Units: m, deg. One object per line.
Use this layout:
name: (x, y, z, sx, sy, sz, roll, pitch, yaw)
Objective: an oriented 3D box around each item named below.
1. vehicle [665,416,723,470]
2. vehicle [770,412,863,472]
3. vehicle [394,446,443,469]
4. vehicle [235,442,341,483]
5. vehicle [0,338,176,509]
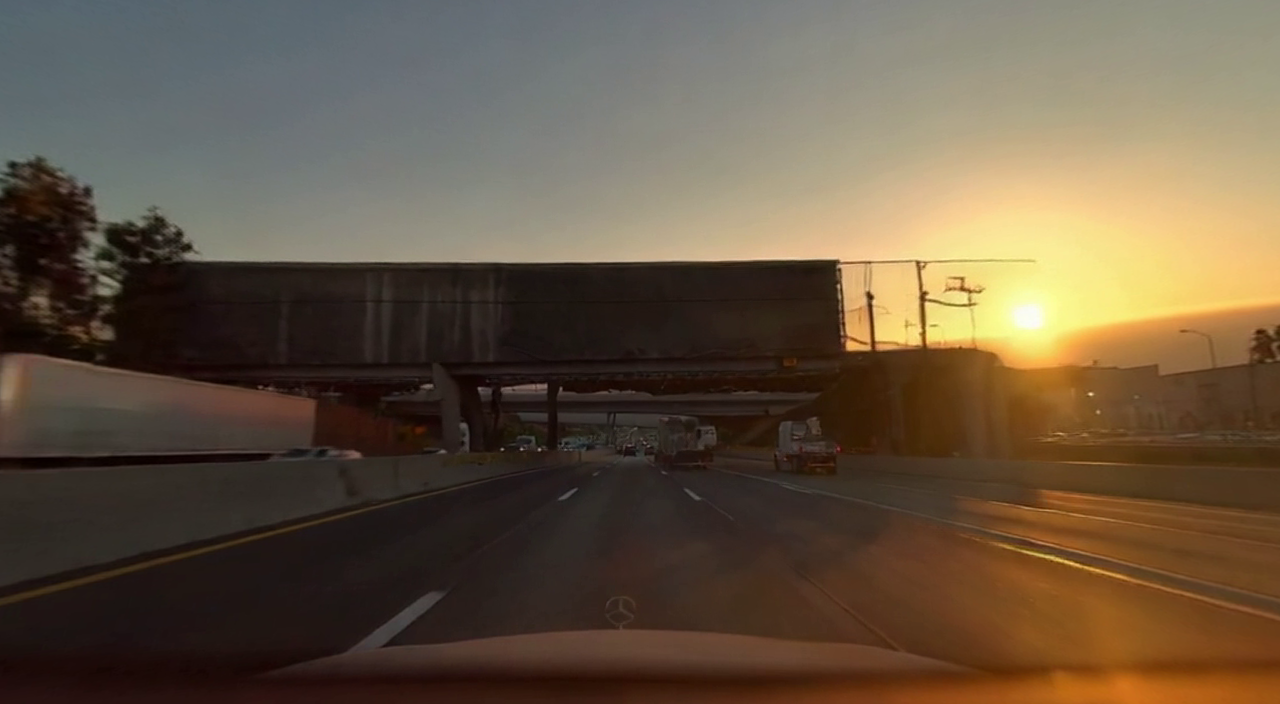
vehicle: (3.281, 5.824, 40.231, 2.742, 3.054, 7.537, 0, -9, -2)
vehicle: (10.676, 5.649, 39.521, 2.912, 3.293, 9.588, 0, -9, -1)
vehicle: (-14.181, 6.736, 40.594, 1.881, 1.385, 3.476, 0, -9, 0)
vehicle: (-13.586, 4.267, 24.668, 1.922, 1.434, 3.799, 0, -9, 0)
vehicle: (-17.514, 1.943, 16.766, 3.294, 4.178, 9.302, 0, -9, -1)
